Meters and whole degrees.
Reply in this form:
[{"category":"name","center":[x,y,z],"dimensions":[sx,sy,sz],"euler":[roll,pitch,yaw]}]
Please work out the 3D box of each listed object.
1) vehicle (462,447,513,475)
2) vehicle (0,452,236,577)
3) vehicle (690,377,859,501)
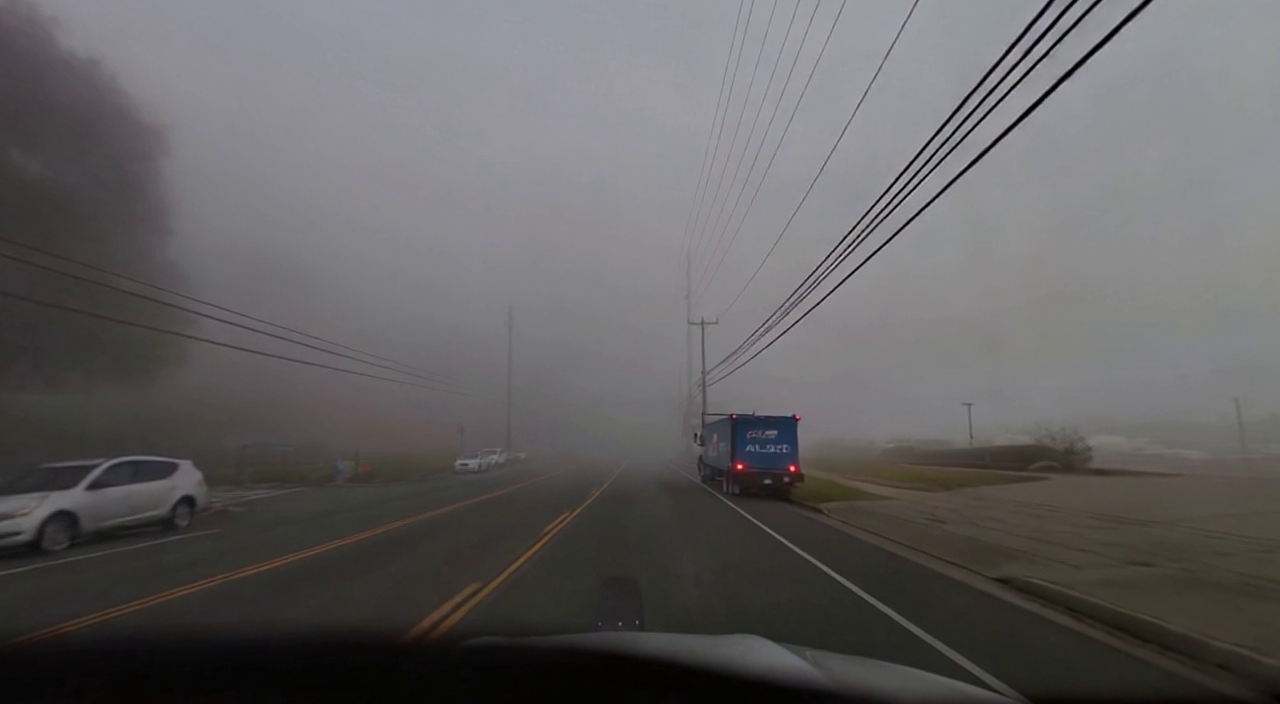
[{"category":"vehicle","center":[-8.682,6.246,36.396],"dimensions":[1.939,1.480,4.632],"euler":[0,-9,-3]},{"category":"vehicle","center":[-8.966,2.391,10.094],"dimensions":[1.864,1.529,4.677],"euler":[0,-9,1]},{"category":"vehicle","center":[3.759,2.871,20.652],"dimensions":[3.168,3.106,9.350],"euler":[0,-8,-2]}]
